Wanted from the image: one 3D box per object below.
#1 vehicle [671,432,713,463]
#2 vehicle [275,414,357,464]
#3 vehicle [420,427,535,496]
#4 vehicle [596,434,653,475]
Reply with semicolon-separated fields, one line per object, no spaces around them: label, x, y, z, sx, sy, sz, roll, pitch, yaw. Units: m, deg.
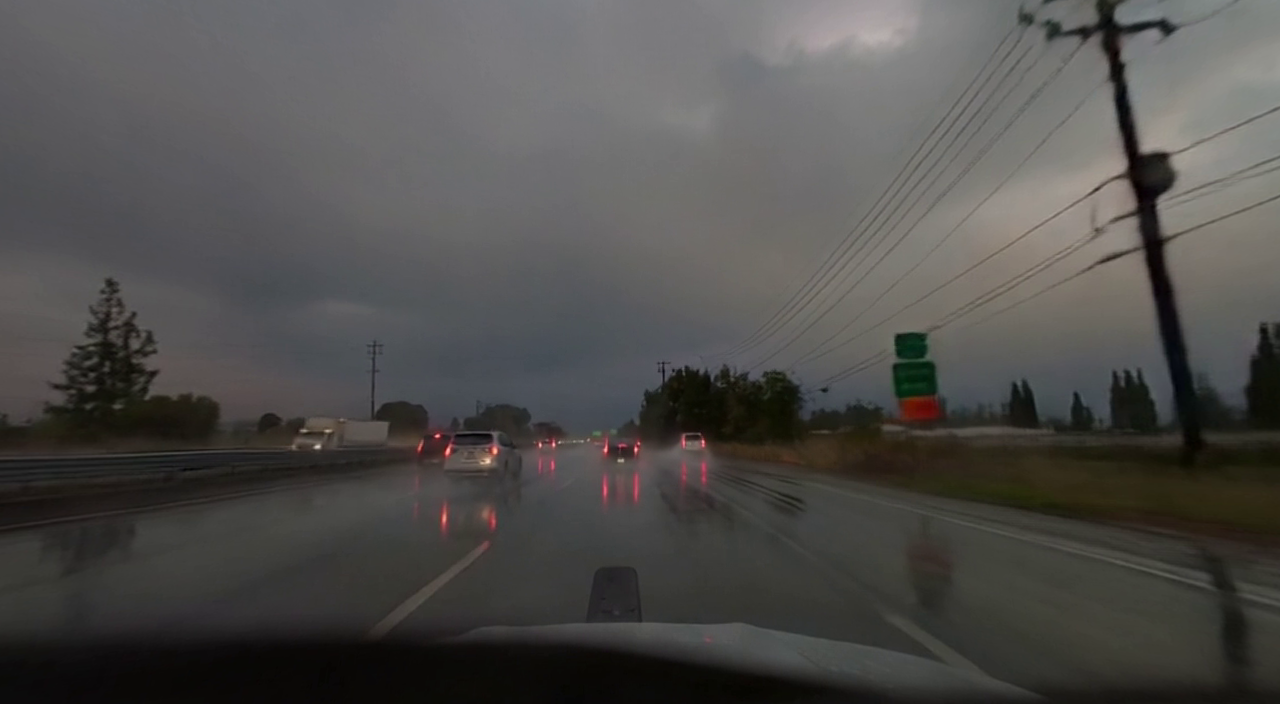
vehicle;2.994;5.577;37.209;1.950;1.695;4.446;0;-8;-3
vehicle;-23.911;6.462;46.841;2.932;3.425;5.893;0;-8;-1
vehicle;-4.187;2.873;17.081;1.901;1.601;4.610;0;-8;0
vehicle;-0.599;3.986;24.779;2.086;1.488;3.440;0;-8;-1
